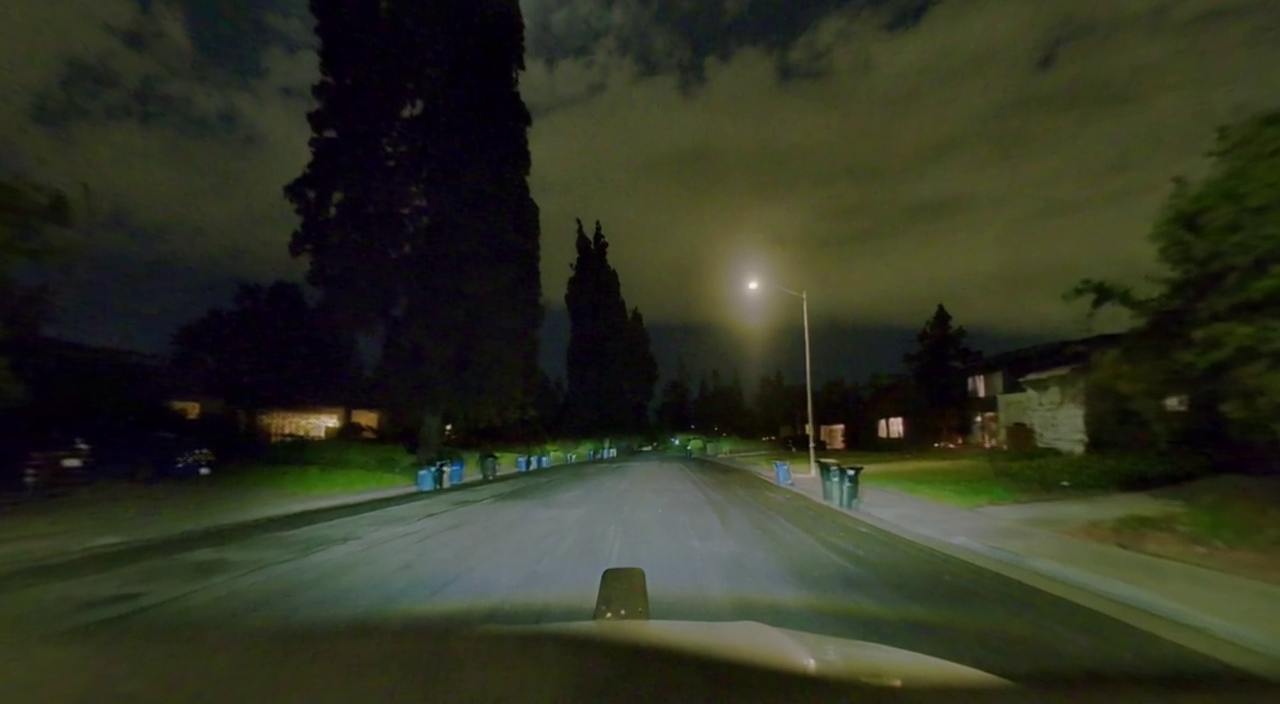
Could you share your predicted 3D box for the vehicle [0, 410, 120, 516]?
[{"bbox_3d":[-13.192,1.945,12.014,4.587,1.786,2.127,4,-9,2],"label":"vehicle"}]
